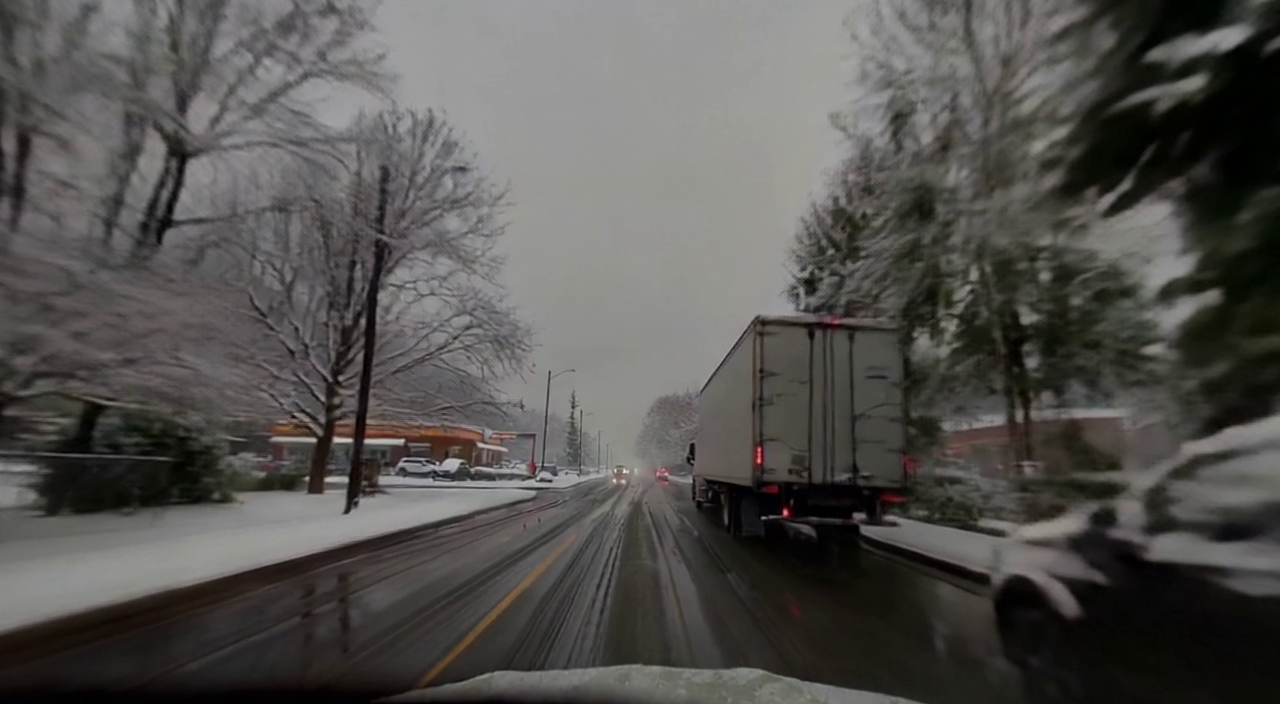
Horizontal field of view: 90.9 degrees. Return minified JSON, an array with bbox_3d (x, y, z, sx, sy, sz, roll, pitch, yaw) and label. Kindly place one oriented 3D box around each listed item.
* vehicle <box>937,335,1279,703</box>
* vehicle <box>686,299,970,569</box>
[{"bbox_3d":[3.248,0.939,2.305,2.050,1.906,4.374,1,-10,-2],"label":"vehicle"},{"bbox_3d":[3.328,2.436,16.582,2.990,4.098,13.928,1,-10,-1],"label":"vehicle"}]
